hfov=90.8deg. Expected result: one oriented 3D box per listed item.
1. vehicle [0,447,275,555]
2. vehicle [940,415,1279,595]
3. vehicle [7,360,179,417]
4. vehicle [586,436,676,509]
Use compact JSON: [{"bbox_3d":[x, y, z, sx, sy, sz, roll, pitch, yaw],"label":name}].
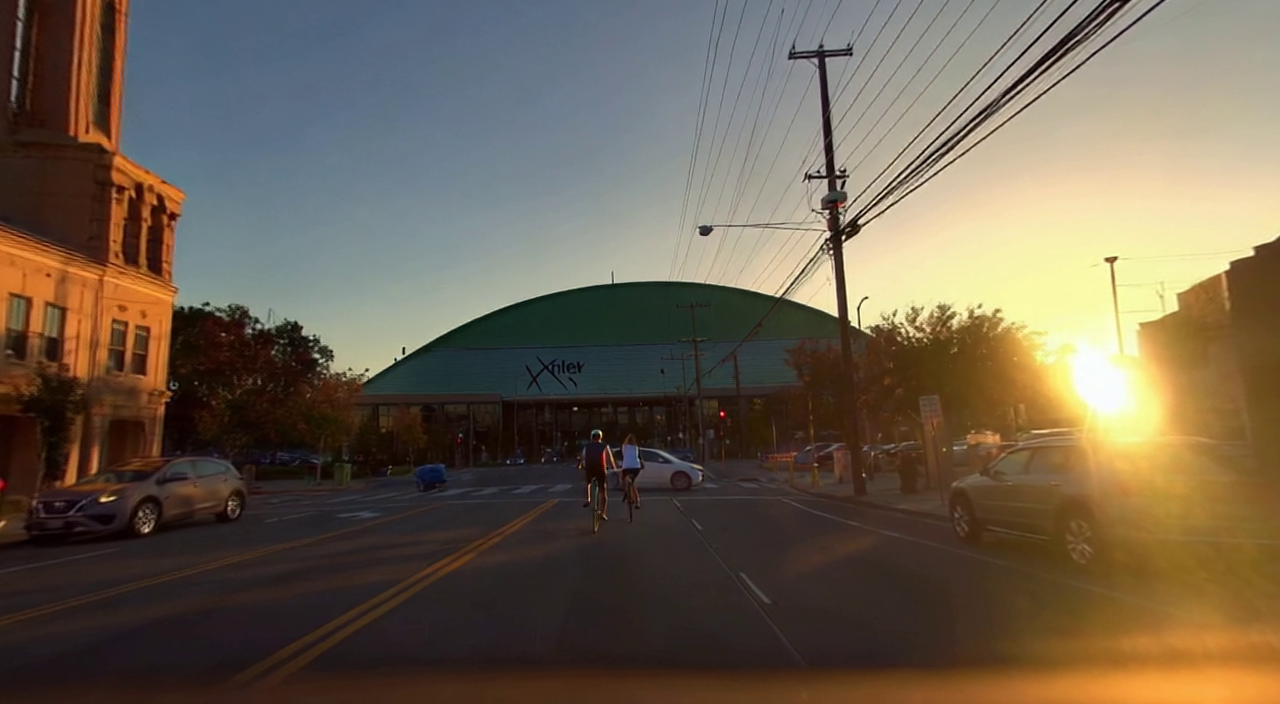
[{"bbox_3d":[-10.244,2.951,13.431,2.075,1.816,4.900,0,-9,-1],"label":"vehicle"},{"bbox_3d":[5.822,1.774,8.158,1.873,1.714,3.979,0,-9,0],"label":"vehicle"},{"bbox_3d":[-17.105,1.184,19.909,3.685,1.584,1.708,1,-9,-3],"label":"vehicle"},{"bbox_3d":[-0.179,3.265,17.567,2.190,1.783,4.048,0,-9,1],"label":"vehicle"}]
